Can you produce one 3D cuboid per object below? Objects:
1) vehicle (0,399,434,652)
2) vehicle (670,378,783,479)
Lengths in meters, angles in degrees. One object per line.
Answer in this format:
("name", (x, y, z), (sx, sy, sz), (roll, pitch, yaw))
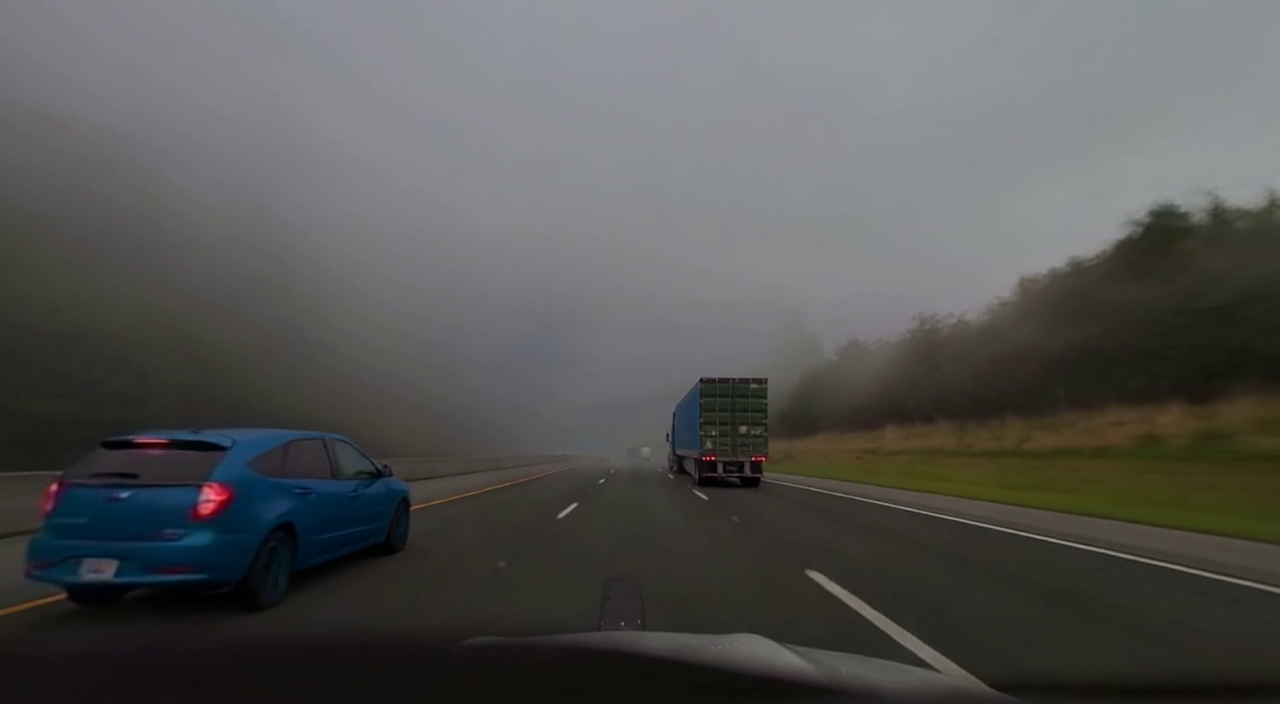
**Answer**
("vehicle", (-3.902, 1.497, 6.401), (2.115, 1.670, 4.261), (0, -9, 1))
("vehicle", (4.029, 4.592, 35.349), (3.532, 4.201, 17.611), (0, -9, -1))
